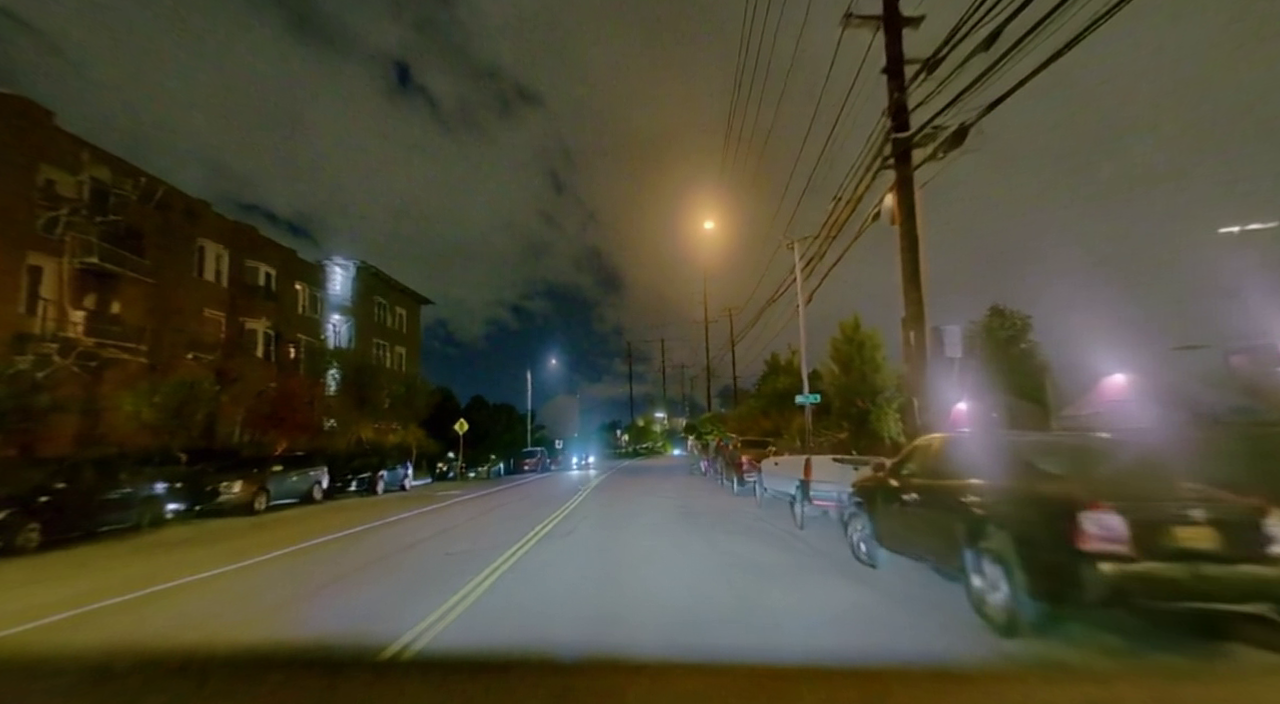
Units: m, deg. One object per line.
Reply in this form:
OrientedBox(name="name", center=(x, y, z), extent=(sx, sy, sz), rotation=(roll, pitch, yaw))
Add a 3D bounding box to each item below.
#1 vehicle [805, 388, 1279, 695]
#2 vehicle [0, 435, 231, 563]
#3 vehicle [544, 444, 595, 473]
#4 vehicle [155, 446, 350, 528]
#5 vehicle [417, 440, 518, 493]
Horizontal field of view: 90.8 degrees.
OrientedBox(name="vehicle", center=(3.278, 1.354, 5.729), extent=(2.098, 1.624, 4.477), rotation=(0, -9, -4))
OrientedBox(name="vehicle", center=(-11.277, 2.808, 12.764), extent=(2.322, 2.037, 5.030), rotation=(-3, -9, 5))
OrientedBox(name="vehicle", center=(-5.305, 8.092, 48.513), extent=(2.319, 2.021, 5.762), rotation=(-3, -9, 10))
OrientedBox(name="vehicle", center=(-10.672, 3.696, 17.925), extent=(2.134, 1.775, 4.706), rotation=(-8, -10, 8))
OrientedBox(name="vehicle", center=(-6.296, 4.192, 23.668), extent=(2.081, 1.760, 4.598), rotation=(0, -8, 6))
